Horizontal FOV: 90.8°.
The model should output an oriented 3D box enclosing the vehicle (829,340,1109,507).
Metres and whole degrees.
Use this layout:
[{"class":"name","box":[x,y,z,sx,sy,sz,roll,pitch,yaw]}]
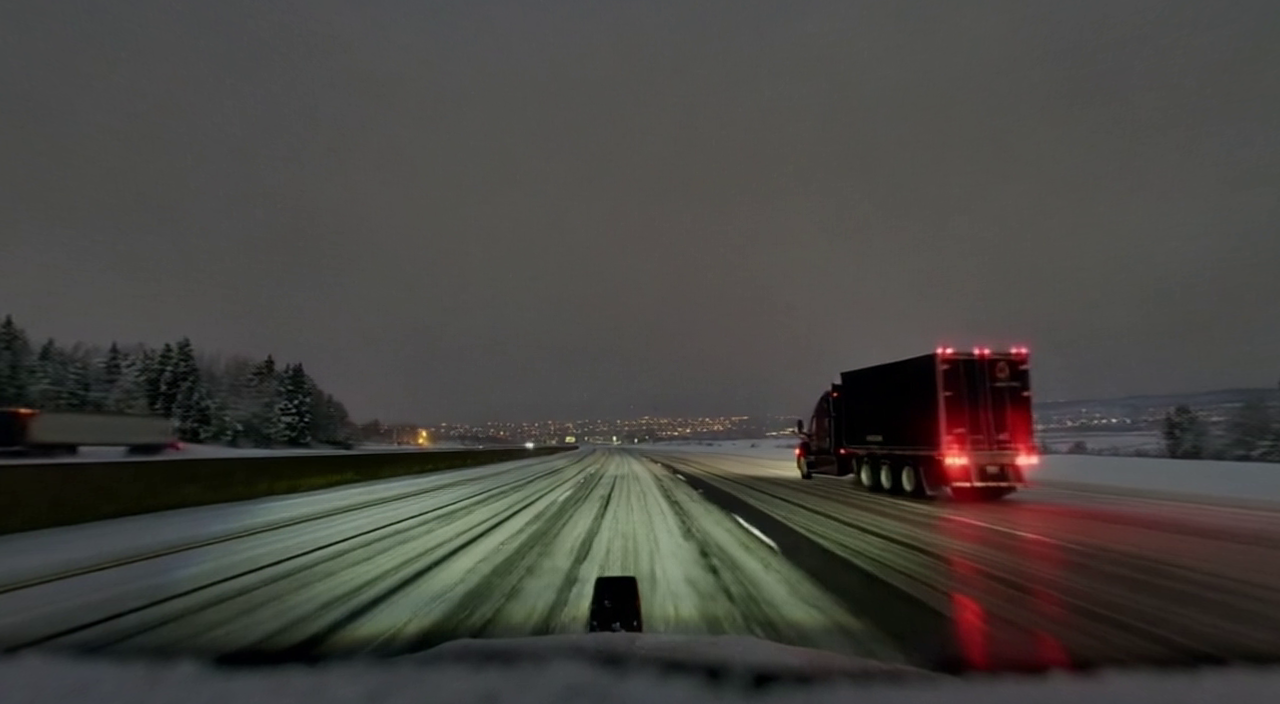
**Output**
[{"class":"vehicle","box":[7.057,1.819,15.158,2.627,3.011,7.287,0,-9,-1]}]
